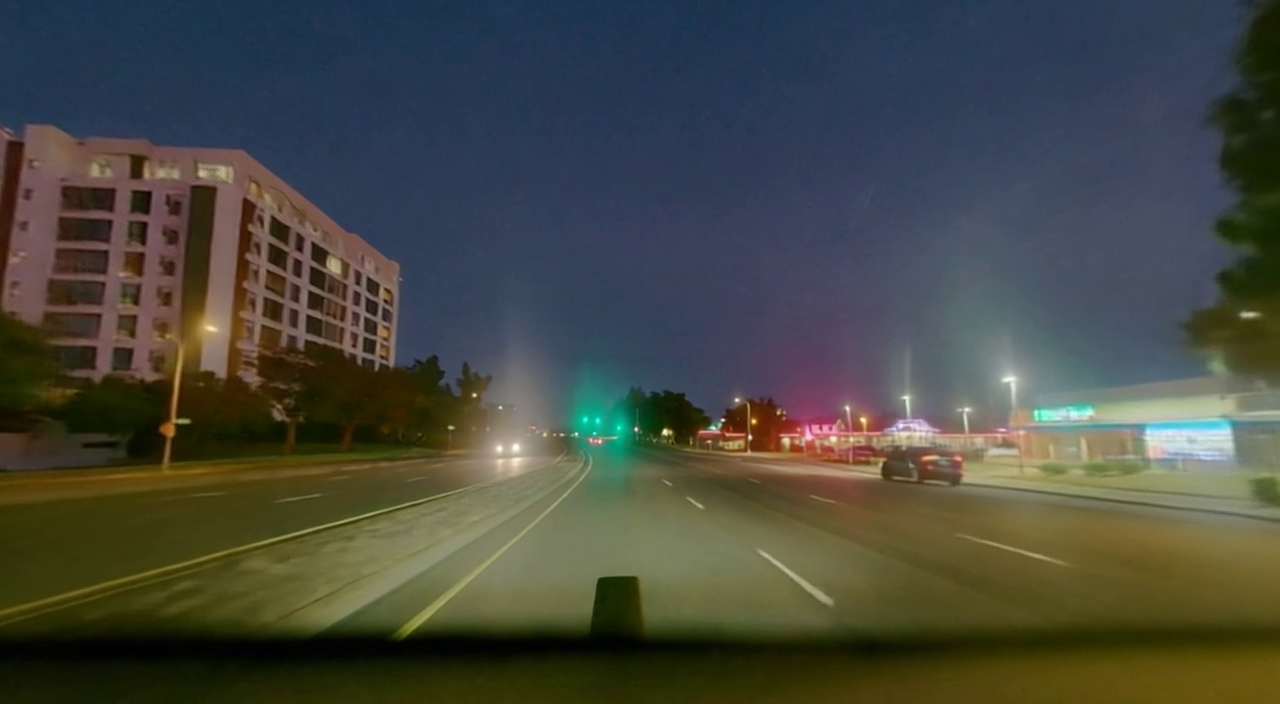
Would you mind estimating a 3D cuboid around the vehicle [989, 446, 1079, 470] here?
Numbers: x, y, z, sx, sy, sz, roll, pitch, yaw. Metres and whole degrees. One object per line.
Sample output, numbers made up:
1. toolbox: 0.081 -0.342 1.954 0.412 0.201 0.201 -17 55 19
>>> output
1. vehicle: 25.667 6.924 41.280 4.588 1.459 1.939 1 -9 -1
